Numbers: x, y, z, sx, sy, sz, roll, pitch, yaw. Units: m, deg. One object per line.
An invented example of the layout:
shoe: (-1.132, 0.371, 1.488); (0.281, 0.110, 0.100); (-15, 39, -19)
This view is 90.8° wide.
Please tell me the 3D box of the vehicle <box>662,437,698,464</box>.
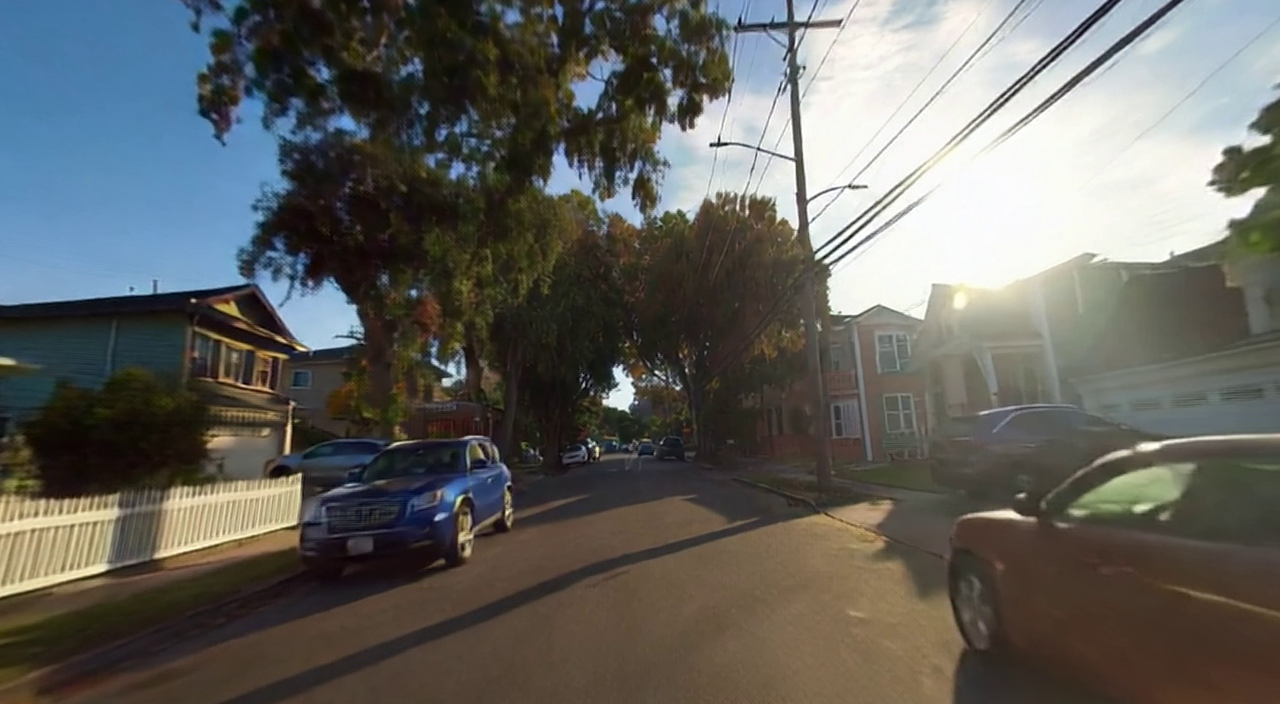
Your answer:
vehicle: (2.849, 7.141, 46.219); (2.129, 1.873, 4.471); (0, -7, -2)

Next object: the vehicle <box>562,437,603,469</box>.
vehicle: (-3.506, 6.210, 39.144); (2.082, 1.759, 4.541); (-2, -7, 0)

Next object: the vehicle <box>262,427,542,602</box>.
vehicle: (-3.046, 2.104, 9.418); (2.204, 1.655, 4.813); (-7, -7, 0)

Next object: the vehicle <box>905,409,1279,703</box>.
vehicle: (3.115, 1.095, 2.591); (2.043, 1.631, 4.613); (1, -7, 0)
